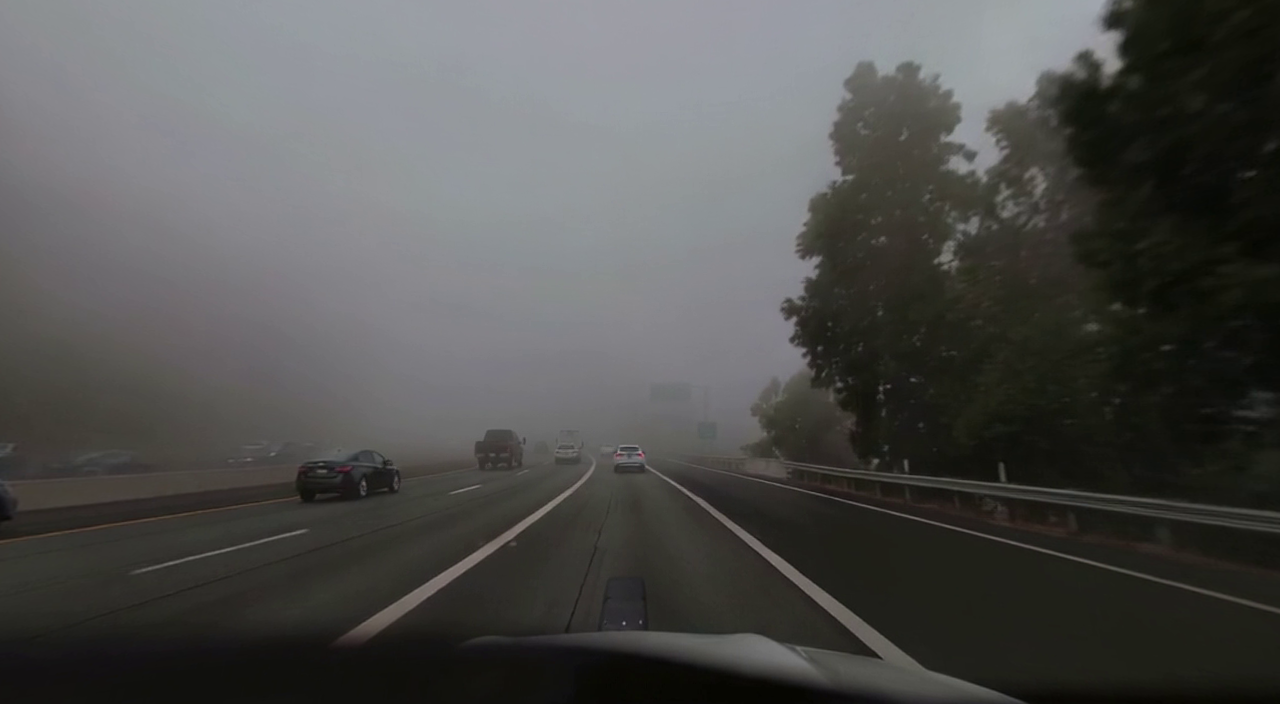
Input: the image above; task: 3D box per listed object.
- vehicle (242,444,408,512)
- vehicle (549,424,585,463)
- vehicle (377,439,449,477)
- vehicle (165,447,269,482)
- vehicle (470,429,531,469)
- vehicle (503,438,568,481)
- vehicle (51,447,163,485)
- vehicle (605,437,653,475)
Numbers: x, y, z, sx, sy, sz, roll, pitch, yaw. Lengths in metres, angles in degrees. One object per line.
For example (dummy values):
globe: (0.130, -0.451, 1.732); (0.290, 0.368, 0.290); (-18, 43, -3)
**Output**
vehicle: (-7.707, 3.080, 16.008); (1.896, 1.465, 4.399); (0, -8, 1)
vehicle: (-5.365, 6.831, 46.995); (2.279, 2.672, 5.256); (0, -8, -2)
vehicle: (-11.847, 5.527, 33.332); (2.079, 1.807, 5.187); (0, -8, -2)
vehicle: (-20.047, 5.326, 30.203); (1.951, 1.471, 4.676); (0, -8, -3)
vehicle: (-8.893, 6.277, 41.005); (2.773, 2.402, 6.232); (0, -8, -3)
vehicle: (-4.201, 4.377, 26.015); (2.005, 1.631, 4.295); (0, -8, -1)
vehicle: (-23.501, 5.005, 28.000); (1.801, 1.504, 3.654); (0, -8, -2)
vehicle: (-0.560, 4.863, 29.680); (2.092, 1.671, 3.772); (0, -8, -2)
